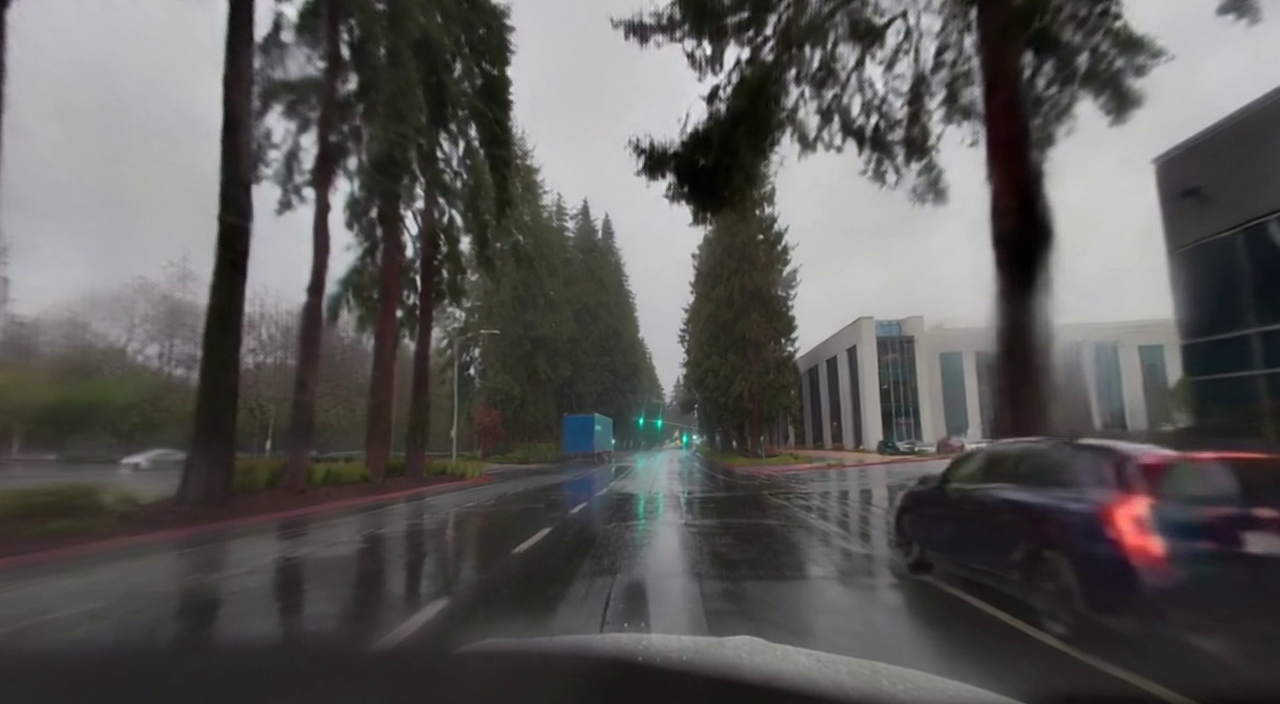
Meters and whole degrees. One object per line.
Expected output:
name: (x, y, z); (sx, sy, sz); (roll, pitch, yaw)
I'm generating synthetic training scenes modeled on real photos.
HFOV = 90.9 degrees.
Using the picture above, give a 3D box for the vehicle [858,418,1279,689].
vehicle: (3.830, 1.465, 5.809); (2.098, 1.509, 4.389); (0, -9, 1)
